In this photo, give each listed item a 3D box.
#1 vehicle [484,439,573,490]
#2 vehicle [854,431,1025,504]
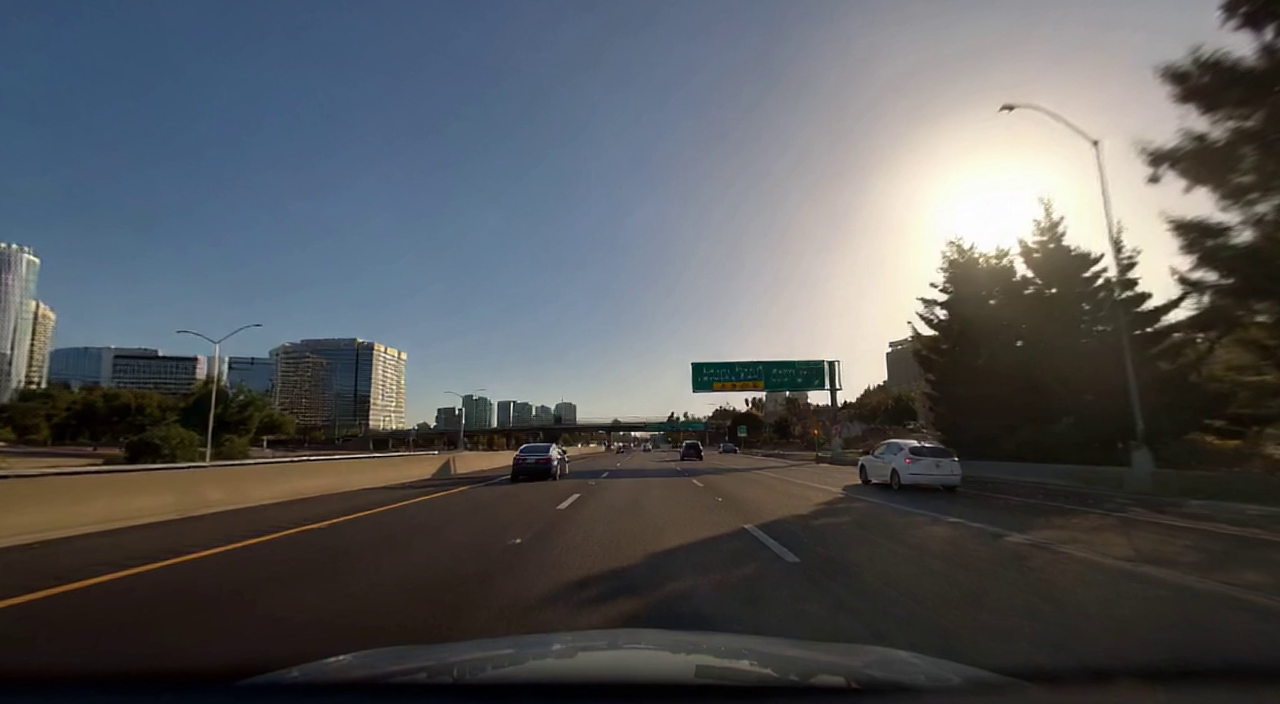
[{"bbox_3d":[-3.653,3.792,21.528,2.055,1.533,4.604,0,-8,2],"label":"vehicle"},{"bbox_3d":[7.477,2.927,16.376,2.032,1.601,4.863,0,-8,0],"label":"vehicle"}]
